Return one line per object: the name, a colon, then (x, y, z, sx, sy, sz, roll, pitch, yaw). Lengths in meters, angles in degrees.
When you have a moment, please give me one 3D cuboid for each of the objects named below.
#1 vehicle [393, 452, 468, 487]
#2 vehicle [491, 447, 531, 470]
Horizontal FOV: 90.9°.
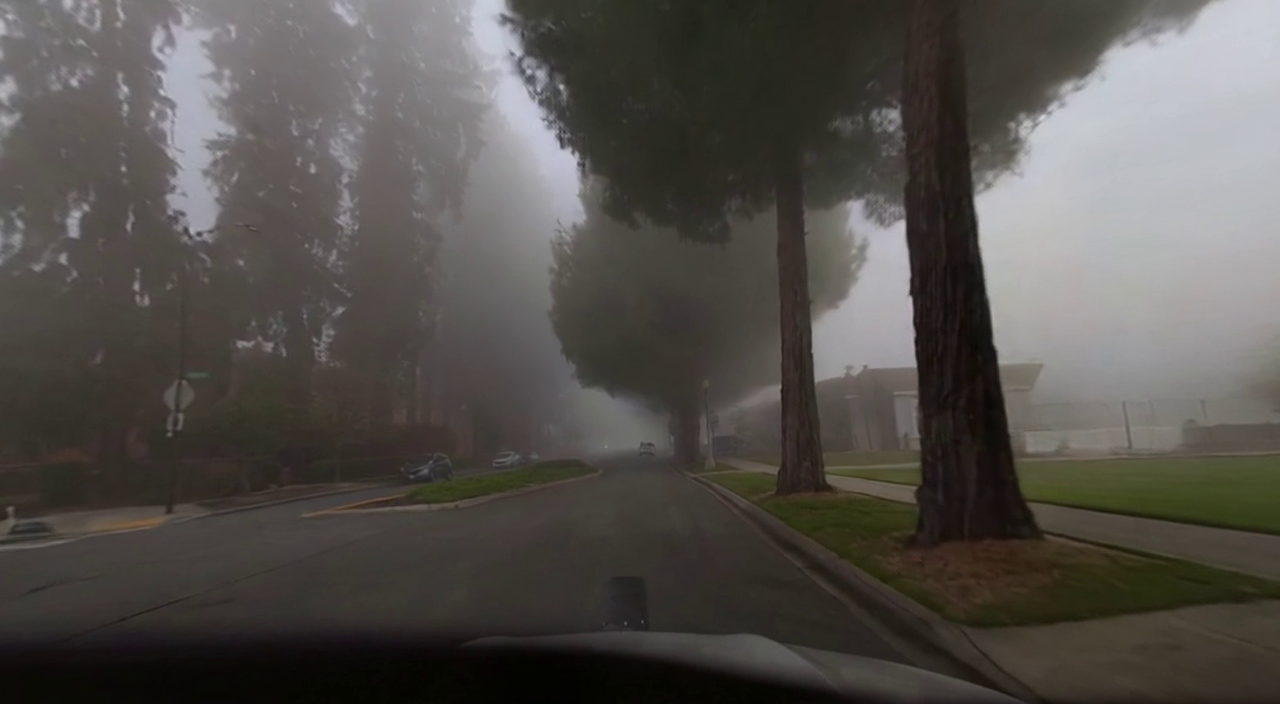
vehicle: (-9.881, 5.558, 30.176, 1.892, 1.484, 4.576, 0, -8, 2)
vehicle: (-10.074, 8.313, 49.469, 1.995, 1.657, 4.609, -1, -8, 3)
